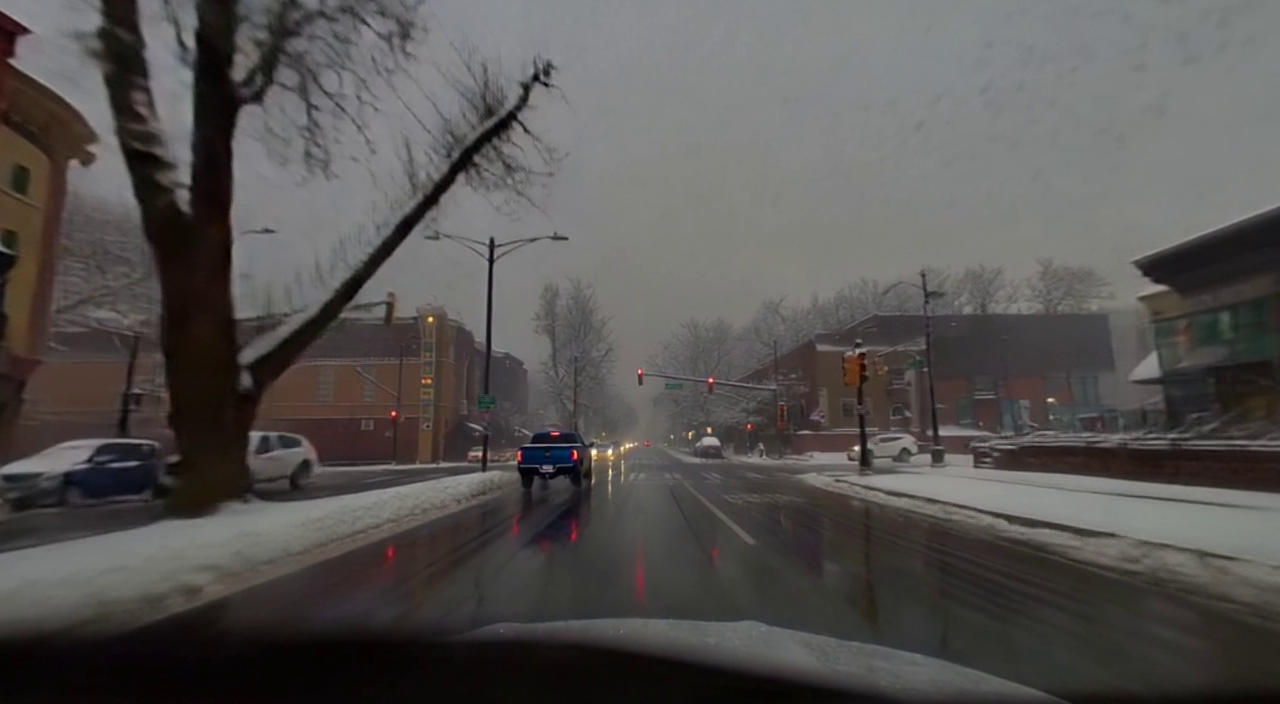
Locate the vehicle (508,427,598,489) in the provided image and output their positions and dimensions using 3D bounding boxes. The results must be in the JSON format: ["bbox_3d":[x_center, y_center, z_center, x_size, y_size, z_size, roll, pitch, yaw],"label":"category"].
[{"bbox_3d":[-2.726,3.523,21.297,2.197,1.786,5.365,0,-9,1],"label":"vehicle"}]

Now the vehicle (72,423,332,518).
[{"bbox_3d":[-10.206,2.814,15.556,2.315,1.892,5.668,0,-9,0],"label":"vehicle"}]

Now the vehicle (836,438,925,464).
[{"bbox_3d":[14.004,5.788,36.921,4.447,1.484,1.928,0,-9,1],"label":"vehicle"}]

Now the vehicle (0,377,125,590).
[{"bbox_3d":[-7.115,0.985,4.270,2.308,1.961,5.807,0,-9,0],"label":"vehicle"}]
